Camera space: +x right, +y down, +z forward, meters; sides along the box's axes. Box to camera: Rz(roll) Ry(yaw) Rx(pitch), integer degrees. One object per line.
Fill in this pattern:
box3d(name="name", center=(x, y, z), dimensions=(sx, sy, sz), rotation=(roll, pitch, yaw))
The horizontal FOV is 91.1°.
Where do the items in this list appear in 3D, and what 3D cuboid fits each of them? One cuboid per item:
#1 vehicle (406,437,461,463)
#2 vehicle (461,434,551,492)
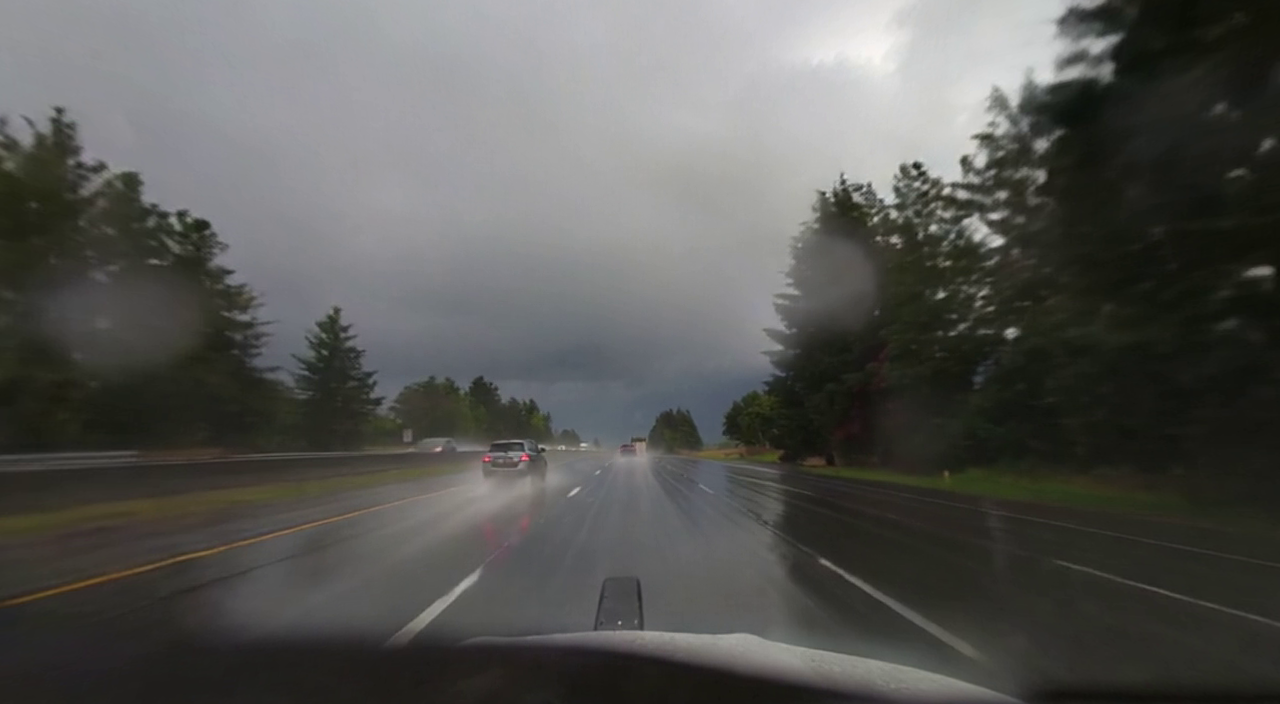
box3d(name="vehicle", center=(-13.753, 6.541, 42.152), dimensions=(2.117, 1.618, 4.919), rotation=(0, -9, -1))
box3d(name="vehicle", center=(-4.374, 3.704, 21.315), dimensions=(2.111, 1.717, 4.426), rotation=(0, -9, 0))
